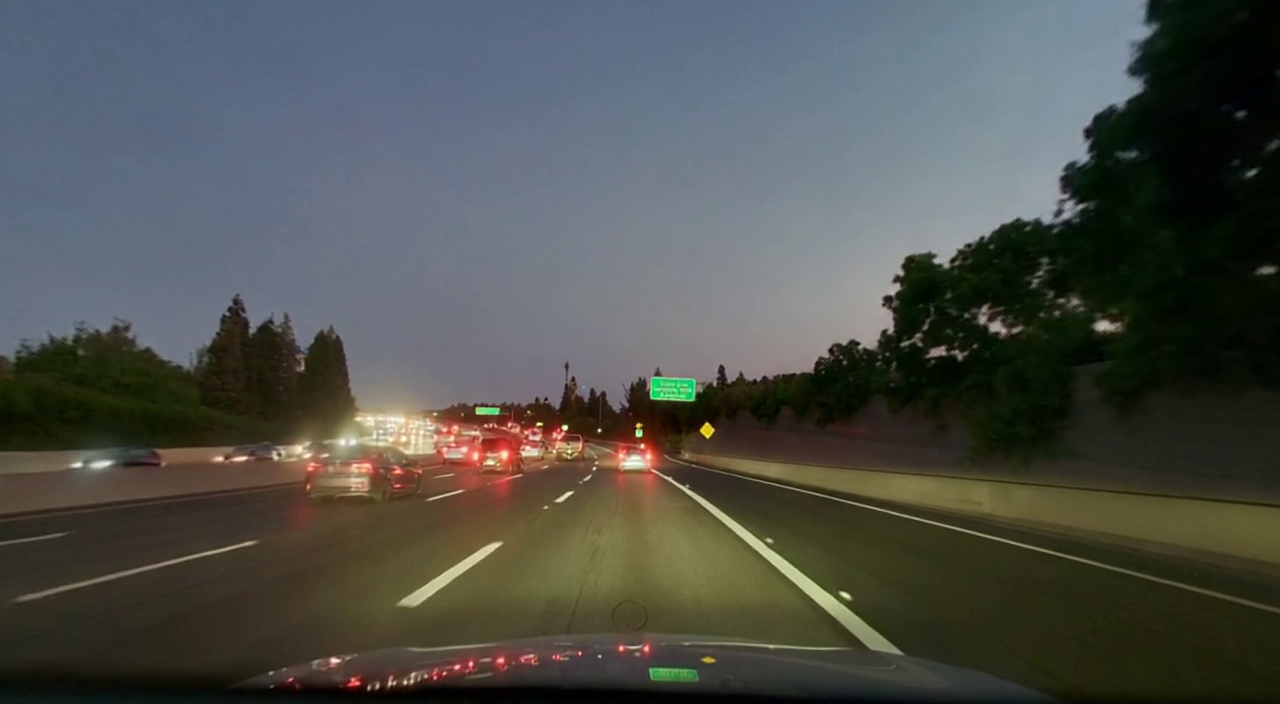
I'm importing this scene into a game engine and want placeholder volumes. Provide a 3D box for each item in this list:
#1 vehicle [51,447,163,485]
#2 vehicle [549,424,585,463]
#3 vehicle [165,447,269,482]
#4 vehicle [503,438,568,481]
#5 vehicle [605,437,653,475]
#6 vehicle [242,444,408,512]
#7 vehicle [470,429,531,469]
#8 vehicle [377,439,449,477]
[{"bbox_3d":[-23.501,5.005,28.000,1.801,1.504,3.654,0,-8,-2],"label":"vehicle"},{"bbox_3d":[-5.365,6.831,46.995,2.279,2.672,5.256,0,-8,-2],"label":"vehicle"},{"bbox_3d":[-20.047,5.326,30.203,1.951,1.471,4.676,0,-8,-3],"label":"vehicle"},{"bbox_3d":[-4.201,4.377,26.015,2.005,1.631,4.295,0,-8,-1],"label":"vehicle"},{"bbox_3d":[-0.560,4.863,29.680,2.092,1.671,3.772,0,-8,-2],"label":"vehicle"},{"bbox_3d":[-7.707,3.080,16.008,1.896,1.465,4.399,0,-8,1],"label":"vehicle"},{"bbox_3d":[-8.893,6.277,41.005,2.773,2.402,6.232,0,-8,-3],"label":"vehicle"},{"bbox_3d":[-11.847,5.527,33.332,2.079,1.807,5.187,0,-8,-2],"label":"vehicle"}]
